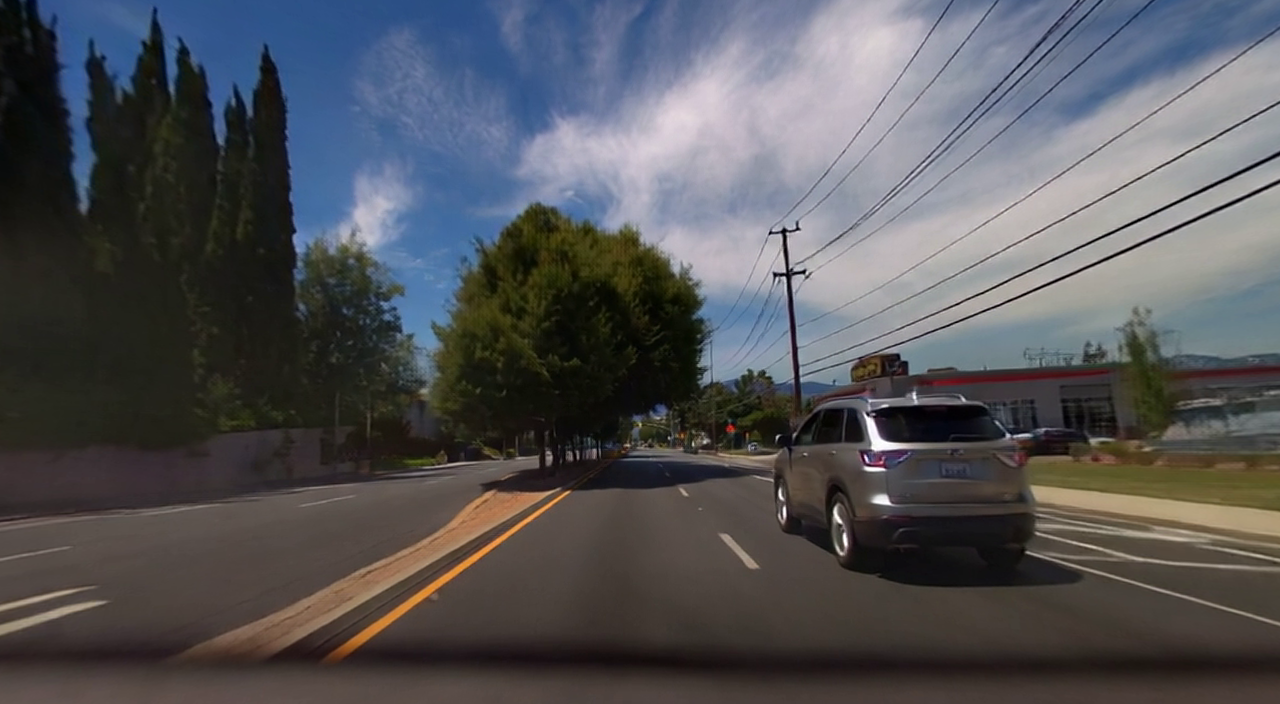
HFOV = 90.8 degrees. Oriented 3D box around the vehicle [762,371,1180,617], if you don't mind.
[{"bbox_3d":[2.931,1.400,7.142,2.060,1.820,4.713,0,-9,-1],"label":"vehicle"}]
